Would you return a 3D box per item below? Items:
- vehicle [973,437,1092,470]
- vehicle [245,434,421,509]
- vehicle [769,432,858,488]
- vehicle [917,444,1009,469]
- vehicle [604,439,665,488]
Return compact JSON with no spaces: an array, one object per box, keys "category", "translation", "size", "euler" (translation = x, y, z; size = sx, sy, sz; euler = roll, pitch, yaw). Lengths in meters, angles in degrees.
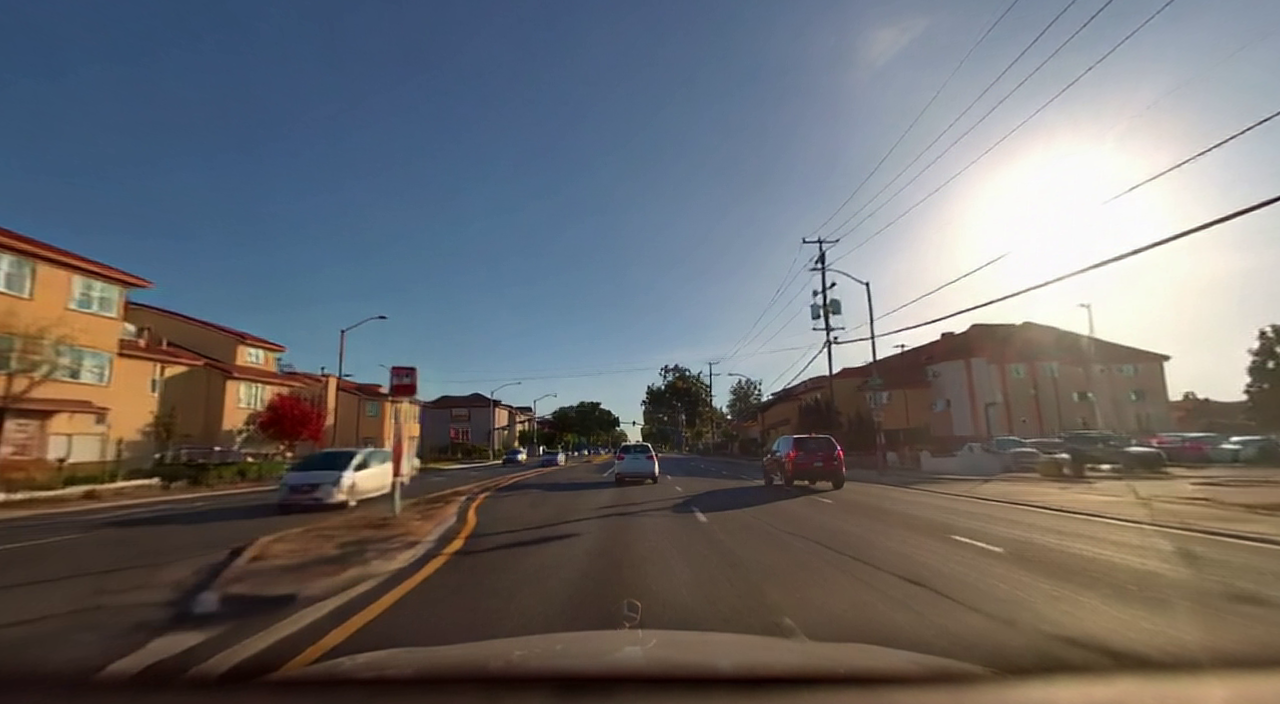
[{"category":"vehicle","translation":[19.006,4.941,30.638],"size":[4.415,1.519,1.907],"euler":[0,-9,1]},{"category":"vehicle","translation":[-8.066,3.181,17.273],"size":[2.283,1.715,4.918],"euler":[0,-9,1]},{"category":"vehicle","translation":[6.394,4.025,23.778],"size":[2.061,1.889,4.268],"euler":[0,-9,-1]},{"category":"vehicle","translation":[18.519,5.996,36.233],"size":[4.165,1.386,1.999],"euler":[0,-9,0]},{"category":"vehicle","translation":[-0.206,4.205,24.098],"size":[2.138,1.702,4.168],"euler":[0,-9,0]}]
